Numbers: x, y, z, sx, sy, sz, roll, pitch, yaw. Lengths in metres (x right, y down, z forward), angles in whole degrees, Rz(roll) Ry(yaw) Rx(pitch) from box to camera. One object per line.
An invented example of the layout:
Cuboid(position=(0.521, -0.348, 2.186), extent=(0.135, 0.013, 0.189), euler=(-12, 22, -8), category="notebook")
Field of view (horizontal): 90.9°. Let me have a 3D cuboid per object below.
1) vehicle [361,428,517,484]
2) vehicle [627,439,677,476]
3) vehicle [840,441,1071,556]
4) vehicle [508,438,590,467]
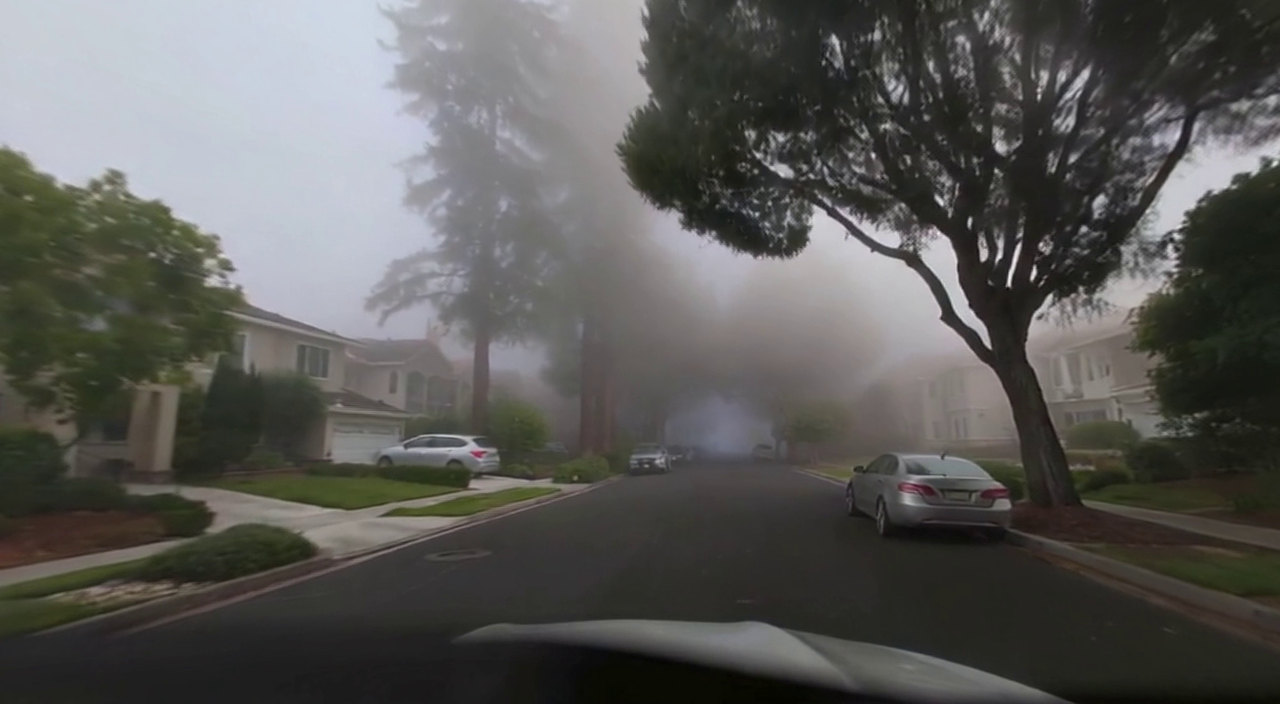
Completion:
Cuboid(position=(-6.621, 3.424, 20.971), extent=(4.480, 1.740, 1.988), euler=(-2, -8, 13), category="vehicle")
Cuboid(position=(0.649, 5.162, 30.984), extent=(1.974, 1.664, 4.539), euler=(-1, -9, 7), category="vehicle")
Cuboid(position=(4.673, 2.157, 10.223), extent=(1.996, 1.409, 4.446), euler=(-1, -8, 8), category="vehicle")
Cuboid(position=(-5.353, 5.942, 37.523), extent=(4.414, 1.658, 1.988), euler=(-1, -8, 8), category="vehicle")
